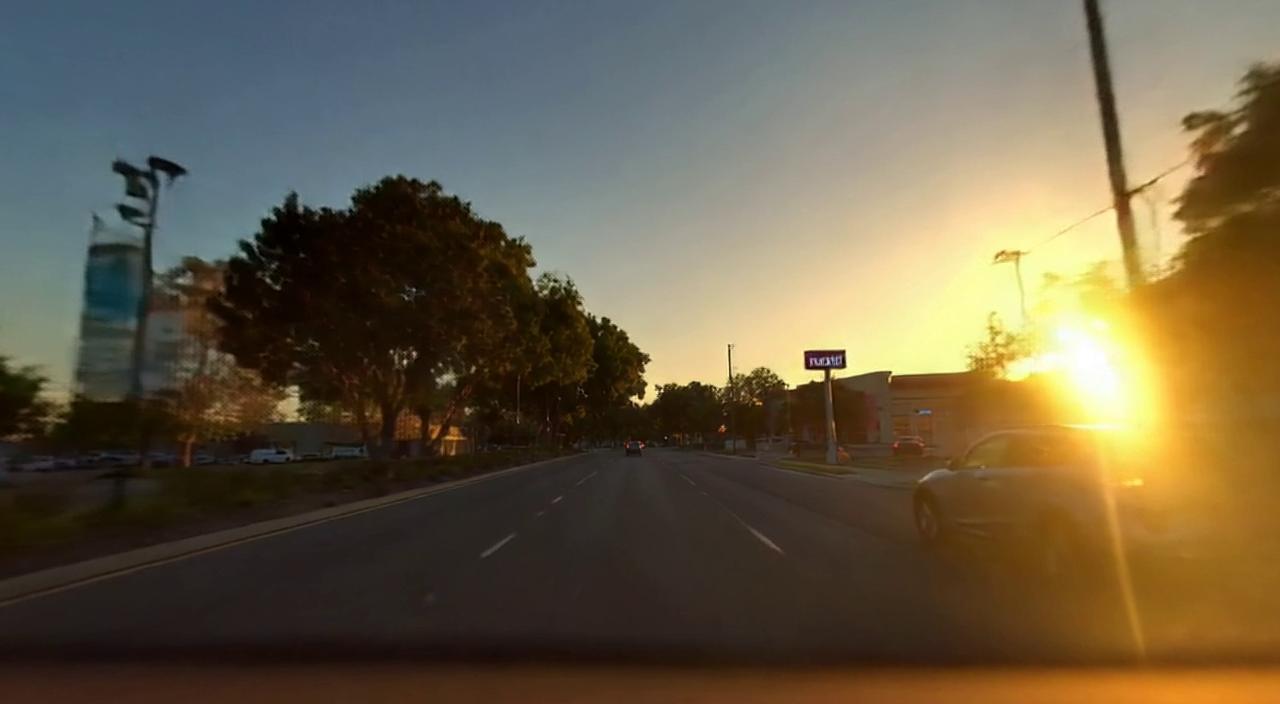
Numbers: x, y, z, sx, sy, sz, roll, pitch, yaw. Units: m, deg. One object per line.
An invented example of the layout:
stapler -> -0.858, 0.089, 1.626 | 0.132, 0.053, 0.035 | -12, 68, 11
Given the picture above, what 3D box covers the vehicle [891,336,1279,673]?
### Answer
vehicle -> 4.711, 1.244, 6.277 | 2.185, 1.956, 5.128 | 0, -8, -1
